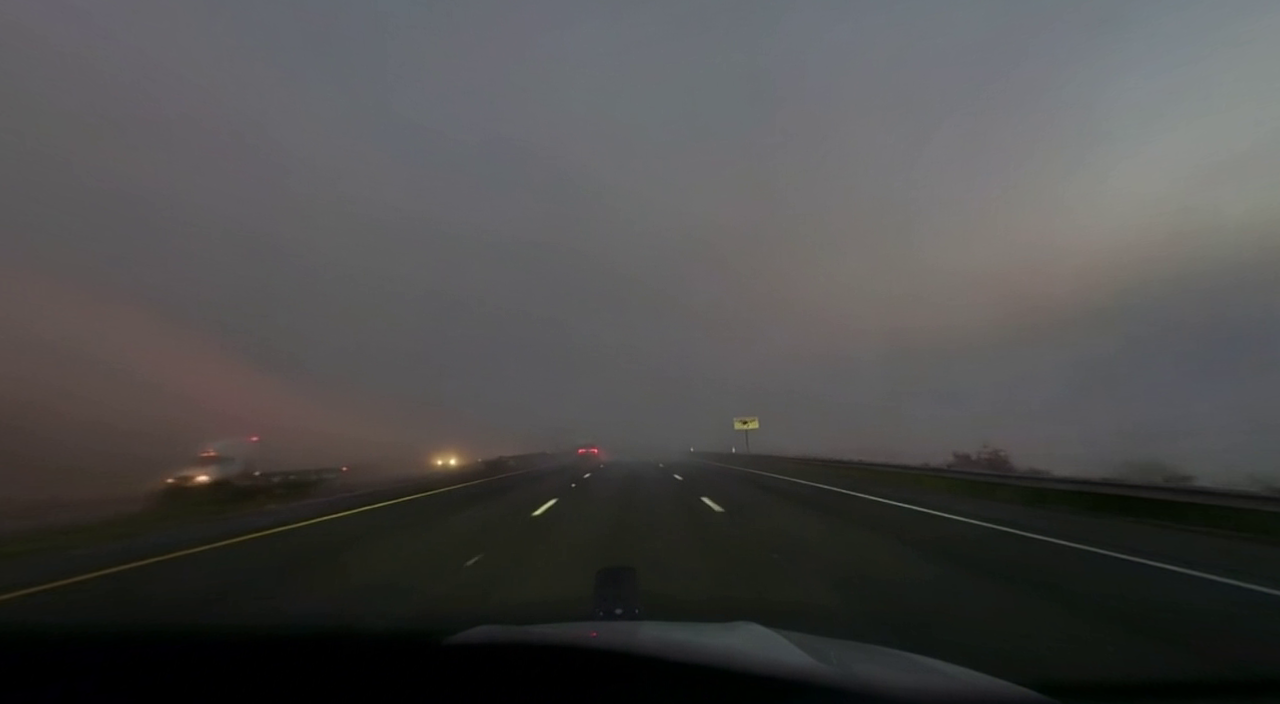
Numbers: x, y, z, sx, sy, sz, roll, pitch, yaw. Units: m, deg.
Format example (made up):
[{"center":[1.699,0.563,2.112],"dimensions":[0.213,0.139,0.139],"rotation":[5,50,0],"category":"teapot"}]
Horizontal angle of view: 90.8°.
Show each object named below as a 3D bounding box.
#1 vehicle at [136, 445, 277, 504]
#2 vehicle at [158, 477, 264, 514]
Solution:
[{"center":[-33.290,9.325,49.490],"dimensions":[2.996,3.694,11.637],"rotation":[-4,-7,0],"category":"vehicle"},{"center":[-24.582,8.222,36.551],"dimensions":[2.230,1.685,5.700],"rotation":[0,-8,-1],"category":"vehicle"}]
